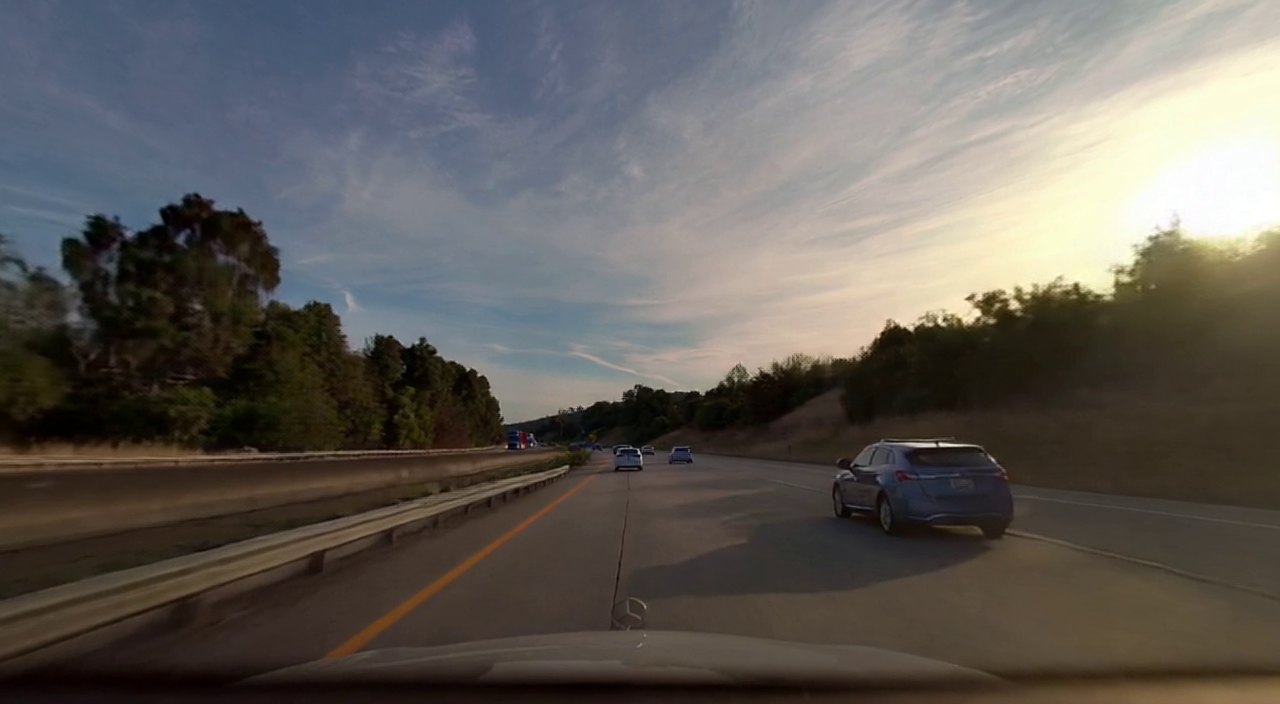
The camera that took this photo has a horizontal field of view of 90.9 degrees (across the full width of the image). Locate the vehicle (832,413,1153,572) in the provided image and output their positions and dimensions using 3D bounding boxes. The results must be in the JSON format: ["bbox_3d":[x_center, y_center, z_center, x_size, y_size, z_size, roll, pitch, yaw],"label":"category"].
[{"bbox_3d":[4.257,1.761,8.529,2.013,1.623,3.916,0,-9,-1],"label":"vehicle"}]

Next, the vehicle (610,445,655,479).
[{"bbox_3d":[-0.399,5.317,30.707,2.050,1.534,3.771,0,-9,-2],"label":"vehicle"}]

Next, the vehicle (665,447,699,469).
[{"bbox_3d":[3.075,7.875,46.977,2.008,1.504,4.291,1,-9,-4],"label":"vehicle"}]
